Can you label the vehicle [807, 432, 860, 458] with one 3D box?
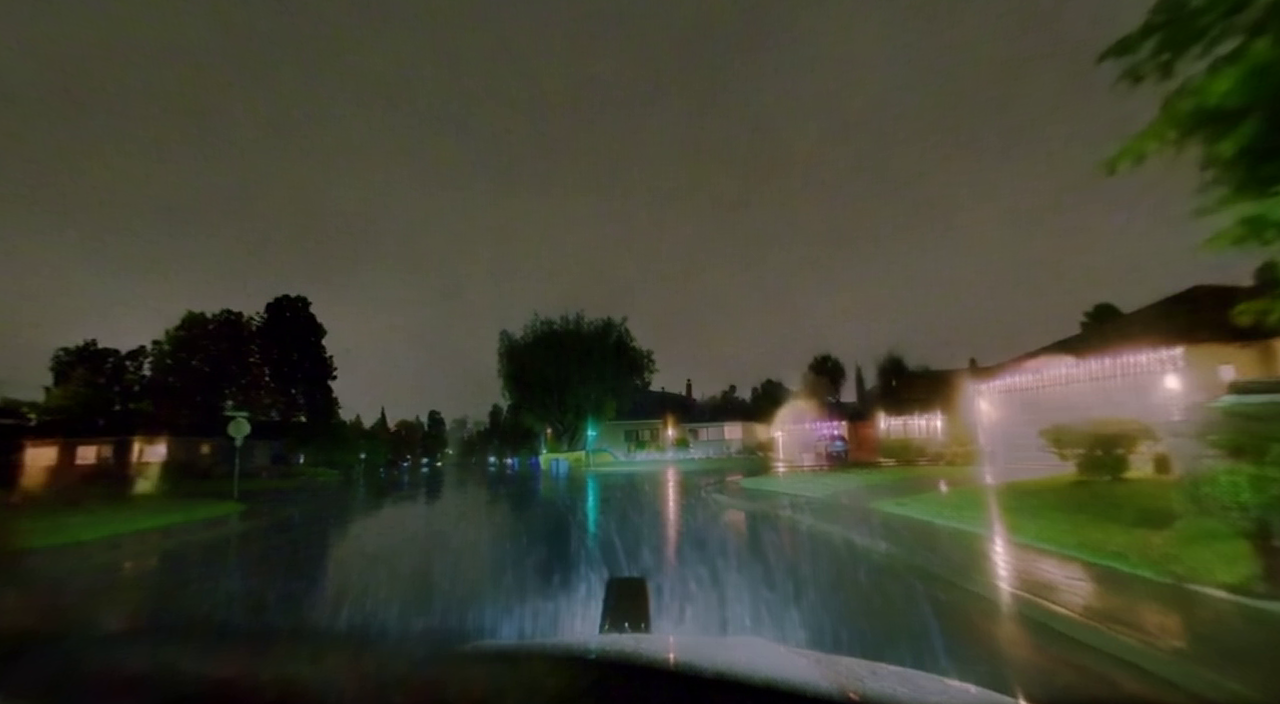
[{"bbox_3d":[14.387,7.011,47.159,1.992,1.813,5.079,0,-9,-5],"label":"vehicle"}]
